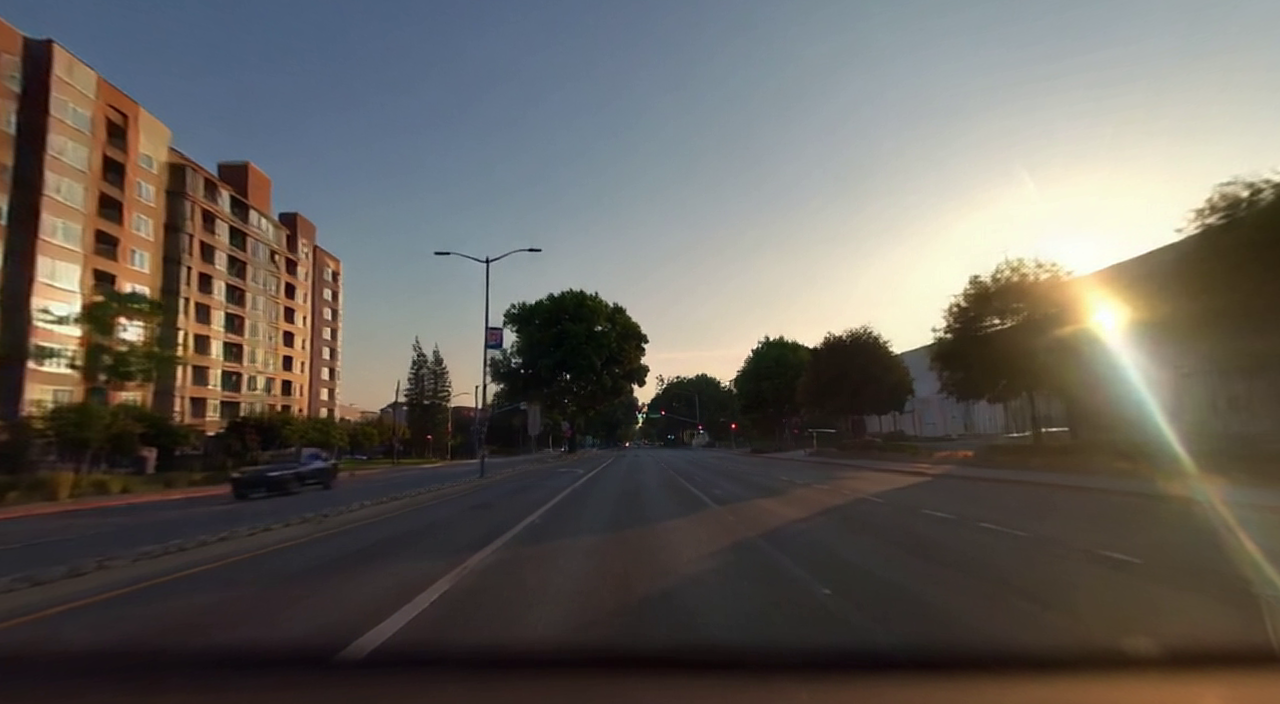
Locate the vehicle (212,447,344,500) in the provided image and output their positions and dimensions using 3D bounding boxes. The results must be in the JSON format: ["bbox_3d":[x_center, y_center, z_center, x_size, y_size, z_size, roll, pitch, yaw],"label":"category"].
[{"bbox_3d":[-12.802,4.281,22.779,2.090,1.691,4.497,0,-8,0],"label":"vehicle"}]
